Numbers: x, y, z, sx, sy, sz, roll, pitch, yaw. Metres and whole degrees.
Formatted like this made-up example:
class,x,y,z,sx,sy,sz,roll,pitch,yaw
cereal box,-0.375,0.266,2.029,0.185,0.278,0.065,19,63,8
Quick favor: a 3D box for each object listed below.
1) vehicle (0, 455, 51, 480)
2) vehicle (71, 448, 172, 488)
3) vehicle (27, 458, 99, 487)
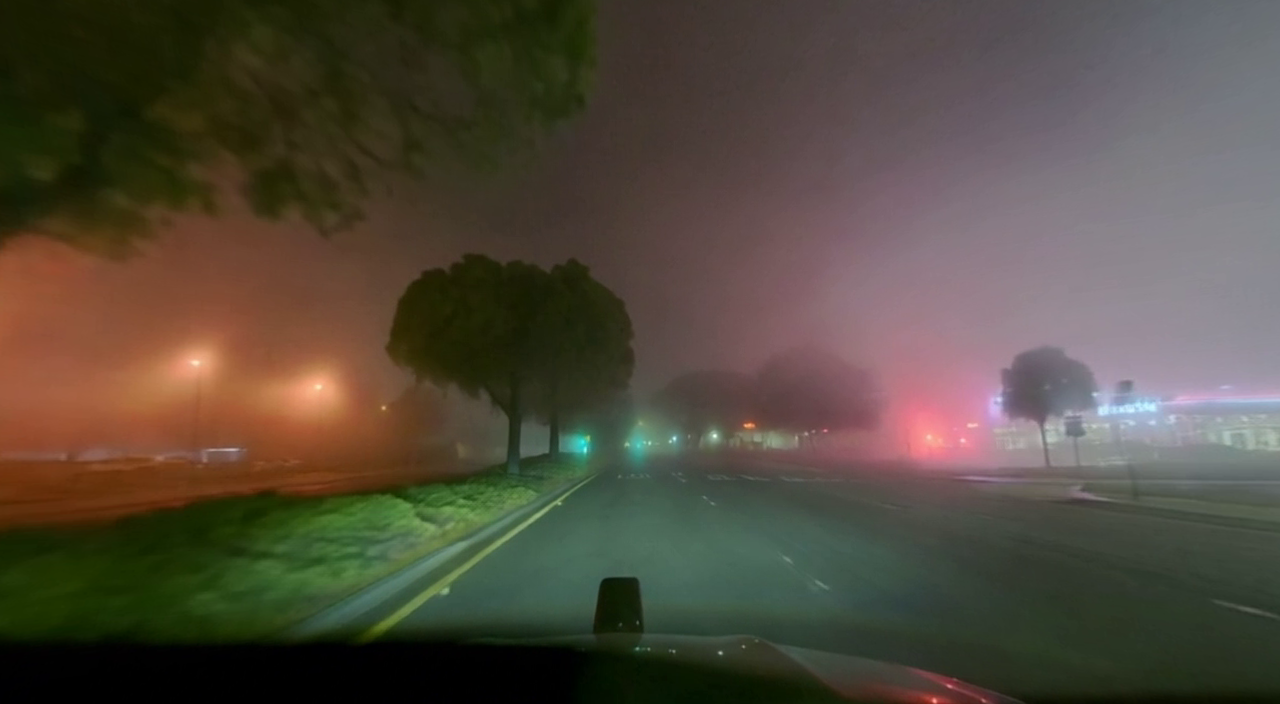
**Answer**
class,x,y,z,sx,sy,sz,roll,pitch,yaw
vehicle,-46.633,8.494,46.254,4.813,1.685,2.076,-2,-10,-3
vehicle,-28.381,6.315,34.844,2.124,2.004,5.473,2,-9,-15
vehicle,-33.846,7.059,37.185,2.020,1.489,3.997,4,-10,-26
